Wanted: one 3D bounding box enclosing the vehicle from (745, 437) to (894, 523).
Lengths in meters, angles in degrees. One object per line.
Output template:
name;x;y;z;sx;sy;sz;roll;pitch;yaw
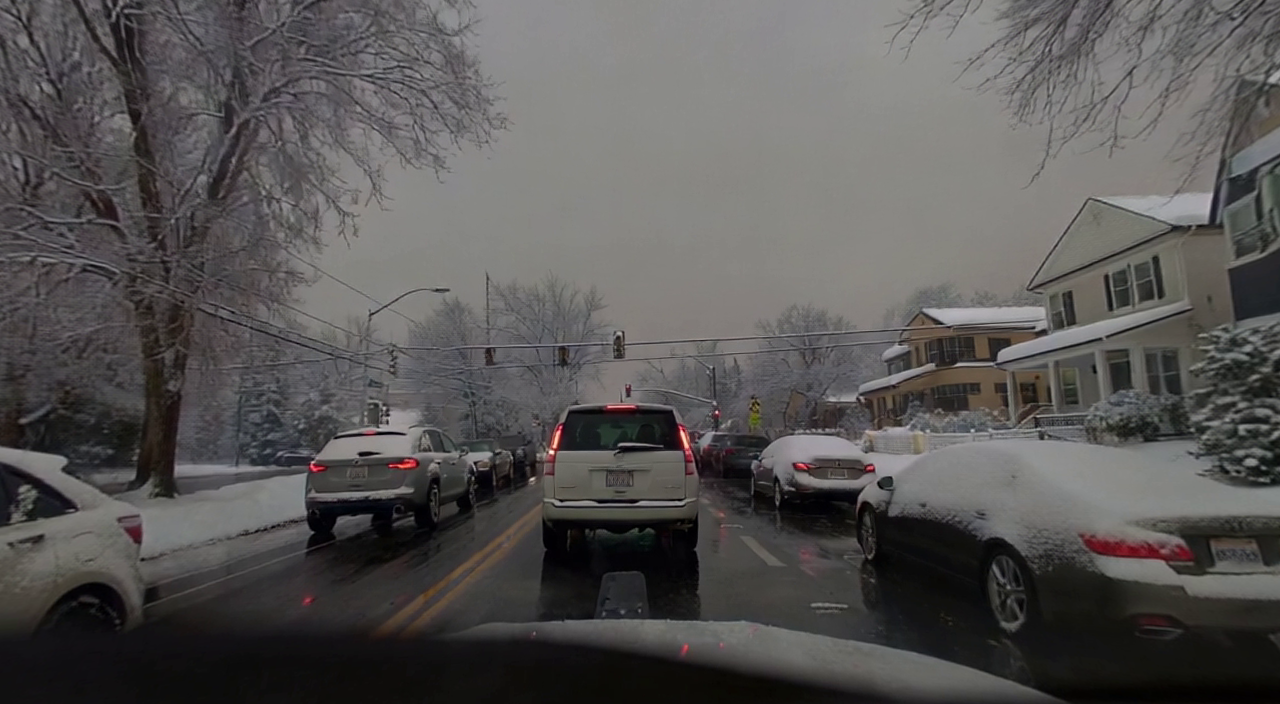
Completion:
vehicle;3.465;2.528;13.048;1.880;1.476;3.932;0;-8;0

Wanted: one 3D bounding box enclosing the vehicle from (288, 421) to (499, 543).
vehicle;-3.722;2.028;10.521;1.864;1.576;4.324;0;-8;-2

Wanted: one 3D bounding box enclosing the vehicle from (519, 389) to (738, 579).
vehicle;-0.216;1.613;8.478;2.164;1.867;4.254;0;-8;-3

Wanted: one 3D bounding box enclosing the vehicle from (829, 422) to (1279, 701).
vehicle;3.469;1.467;5.769;1.977;1.480;4.589;0;-8;-1
